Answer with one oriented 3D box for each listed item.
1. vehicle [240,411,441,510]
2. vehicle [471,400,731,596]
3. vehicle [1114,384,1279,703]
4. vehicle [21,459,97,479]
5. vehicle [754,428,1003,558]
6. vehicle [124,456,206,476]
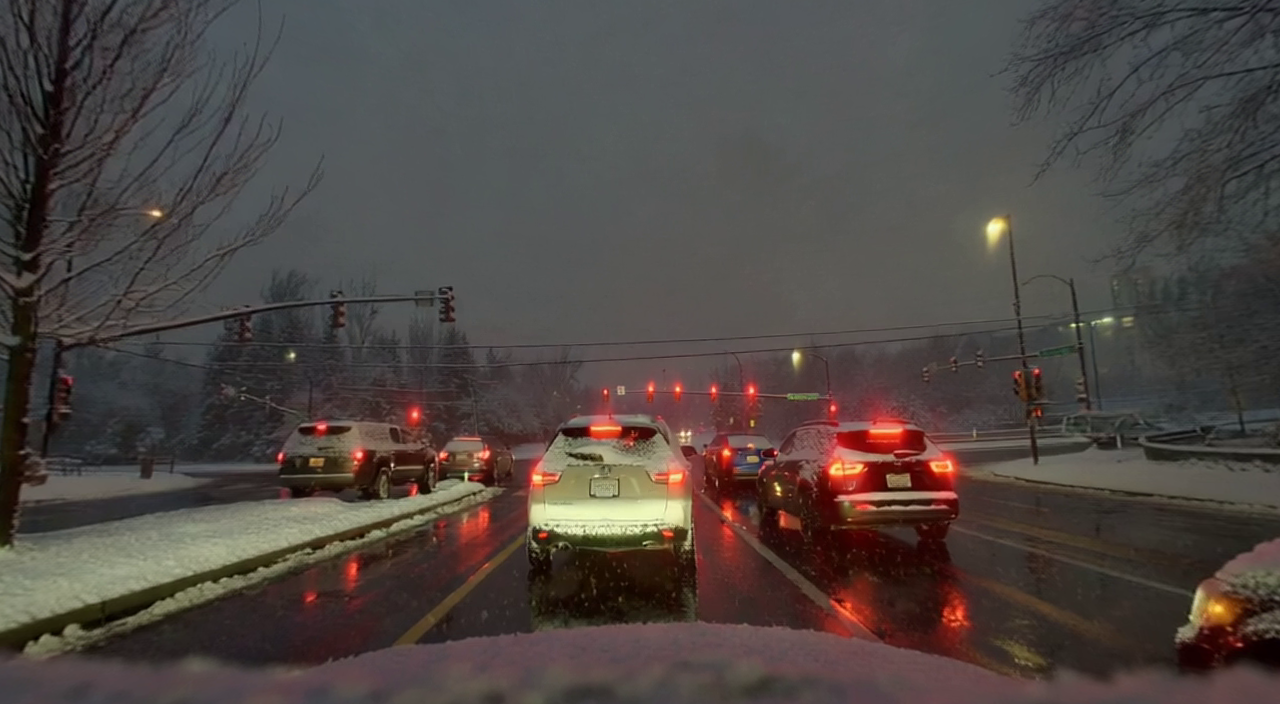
[{"bbox_3d":[-6.737,2.527,15.000,2.214,1.953,5.017,0,-9,1],"label":"vehicle"},{"bbox_3d":[-0.322,1.574,7.564,2.256,1.694,4.055,0,-8,1],"label":"vehicle"},{"bbox_3d":[3.301,0.665,0.812,1.980,1.515,4.362,0,-8,1],"label":"vehicle"},{"bbox_3d":[-45.687,9.177,49.398,4.232,1.498,1.791,0,-9,1],"label":"vehicle"},{"bbox_3d":[3.146,1.955,9.492,1.971,1.473,4.495,0,-8,0],"label":"vehicle"},{"bbox_3d":[-37.349,8.950,49.416,4.914,1.487,1.850,0,-9,0],"label":"vehicle"}]
